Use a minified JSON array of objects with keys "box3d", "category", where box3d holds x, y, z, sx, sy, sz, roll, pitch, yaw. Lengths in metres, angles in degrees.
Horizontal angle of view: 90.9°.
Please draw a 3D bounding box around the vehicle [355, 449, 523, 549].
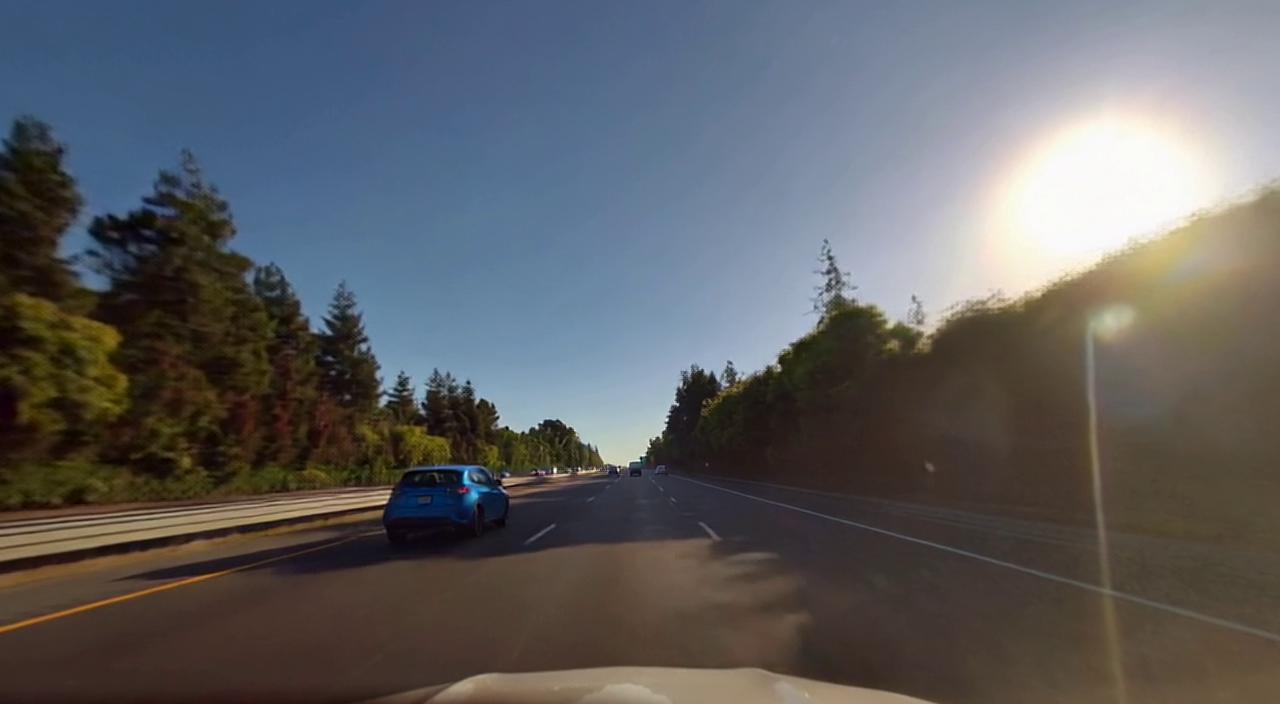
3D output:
[{"box3d":[-3.536,2.683,11.987,1.797,1.532,4.072,1,-10,1],"category":"vehicle"}]
